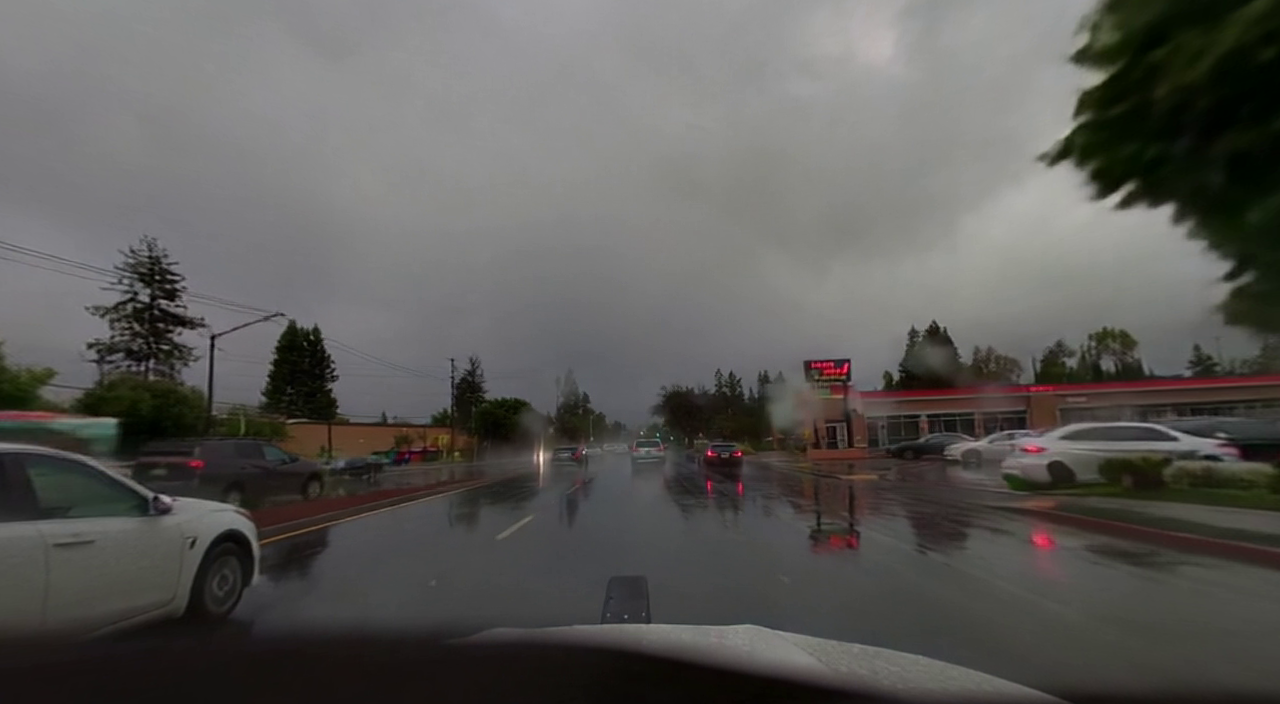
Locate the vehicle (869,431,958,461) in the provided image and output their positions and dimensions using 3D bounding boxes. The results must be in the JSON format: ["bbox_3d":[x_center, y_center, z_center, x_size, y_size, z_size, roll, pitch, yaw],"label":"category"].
[{"bbox_3d":[16.951,5.878,39.370,1.945,1.690,4.833,2,-9,-27],"label":"vehicle"}]

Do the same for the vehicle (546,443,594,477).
[{"bbox_3d":[-3.625,5.699,33.523,2.026,1.665,4.193,0,-9,1],"label":"vehicle"}]

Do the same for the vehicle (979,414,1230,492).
[{"bbox_3d":[11.537,2.573,16.212,4.808,1.712,2.061,-5,-10,29],"label":"vehicle"}]

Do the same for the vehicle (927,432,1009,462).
[{"bbox_3d":[16.516,4.832,32.002,1.891,1.440,4.045,0,-9,-1],"label":"vehicle"}]

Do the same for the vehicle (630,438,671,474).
[{"bbox_3d":[0.526,5.813,35.482,2.193,1.873,4.033,0,-9,0],"label":"vehicle"}]

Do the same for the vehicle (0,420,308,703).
[{"bbox_3d":[-4.030,1.147,3.519,1.908,1.481,4.351,0,-9,1],"label":"vehicle"}]

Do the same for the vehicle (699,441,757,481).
[{"bbox_3d":[3.735,4.668,27.292,1.922,1.579,3.642,0,-9,-1],"label":"vehicle"}]
